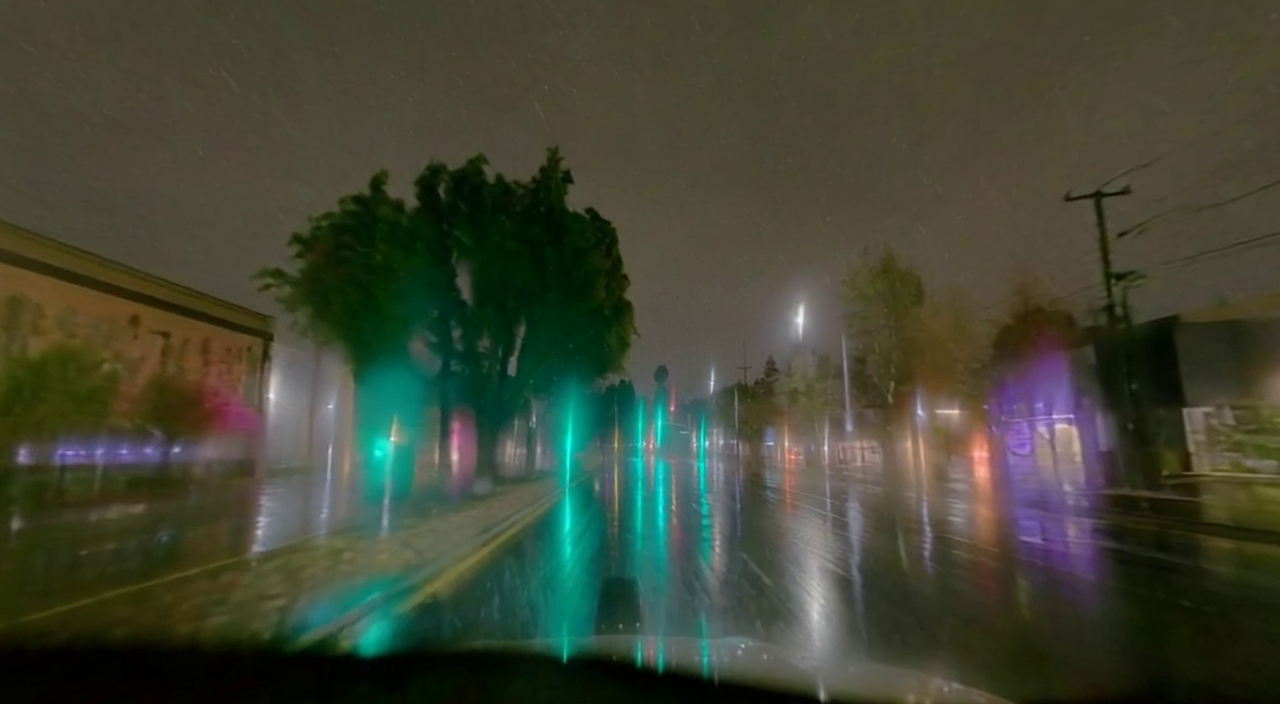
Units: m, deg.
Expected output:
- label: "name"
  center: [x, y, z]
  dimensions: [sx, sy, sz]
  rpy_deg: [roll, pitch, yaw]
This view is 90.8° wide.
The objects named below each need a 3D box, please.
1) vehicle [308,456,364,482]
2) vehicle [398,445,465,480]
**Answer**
- label: "vehicle"
  center: [-19.803, 7.623, 41.302]
  dimensions: [1.855, 1.498, 3.587]
  rpy_deg: [0, -8, 1]
- label: "vehicle"
  center: [-12.477, 6.631, 38.266]
  dimensions: [2.139, 1.931, 5.419]
  rpy_deg: [0, -8, 1]
